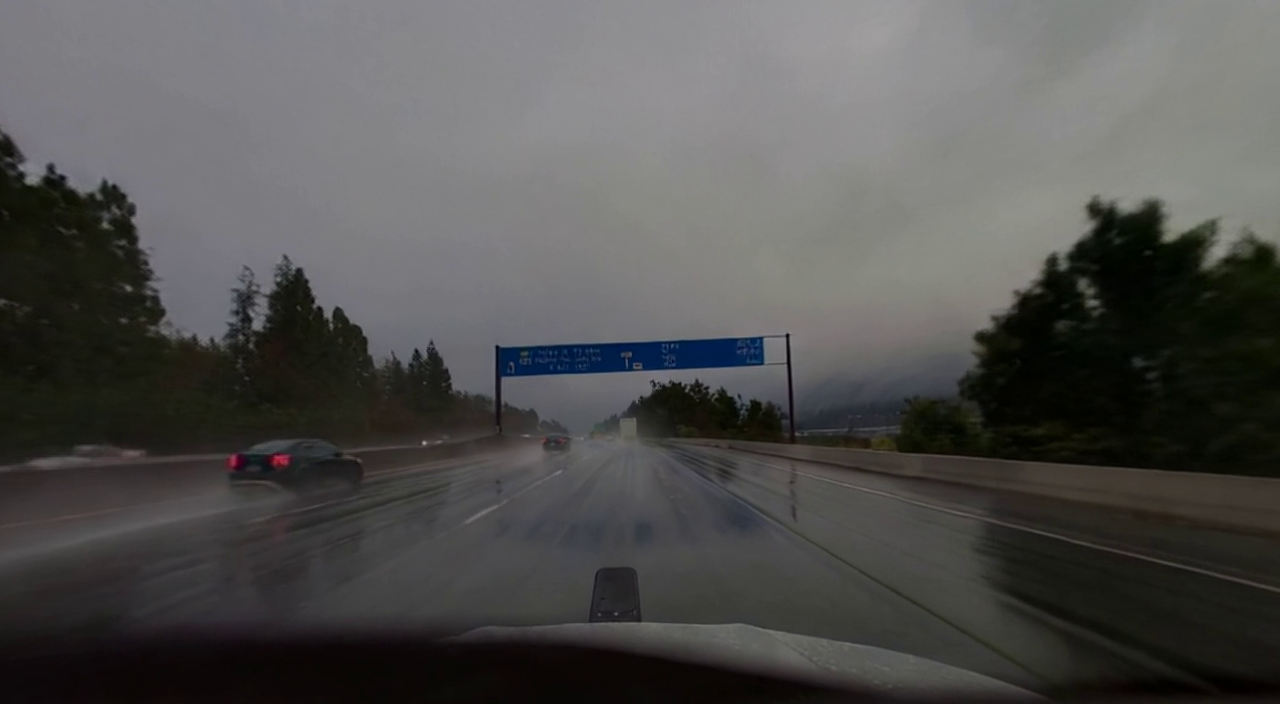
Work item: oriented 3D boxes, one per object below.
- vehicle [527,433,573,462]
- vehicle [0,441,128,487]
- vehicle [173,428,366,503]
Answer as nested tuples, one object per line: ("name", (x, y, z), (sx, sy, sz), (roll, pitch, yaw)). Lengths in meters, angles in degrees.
("vehicle", (-4.803, 5.121, 34.045), (1.912, 1.495, 3.703), (0, -7, 0))
("vehicle", (-20.777, 3.876, 22.202), (2.004, 1.412, 4.131), (0, -7, -1))
("vehicle", (-8.343, 2.550, 14.770), (1.973, 1.470, 4.270), (0, -7, -1))
